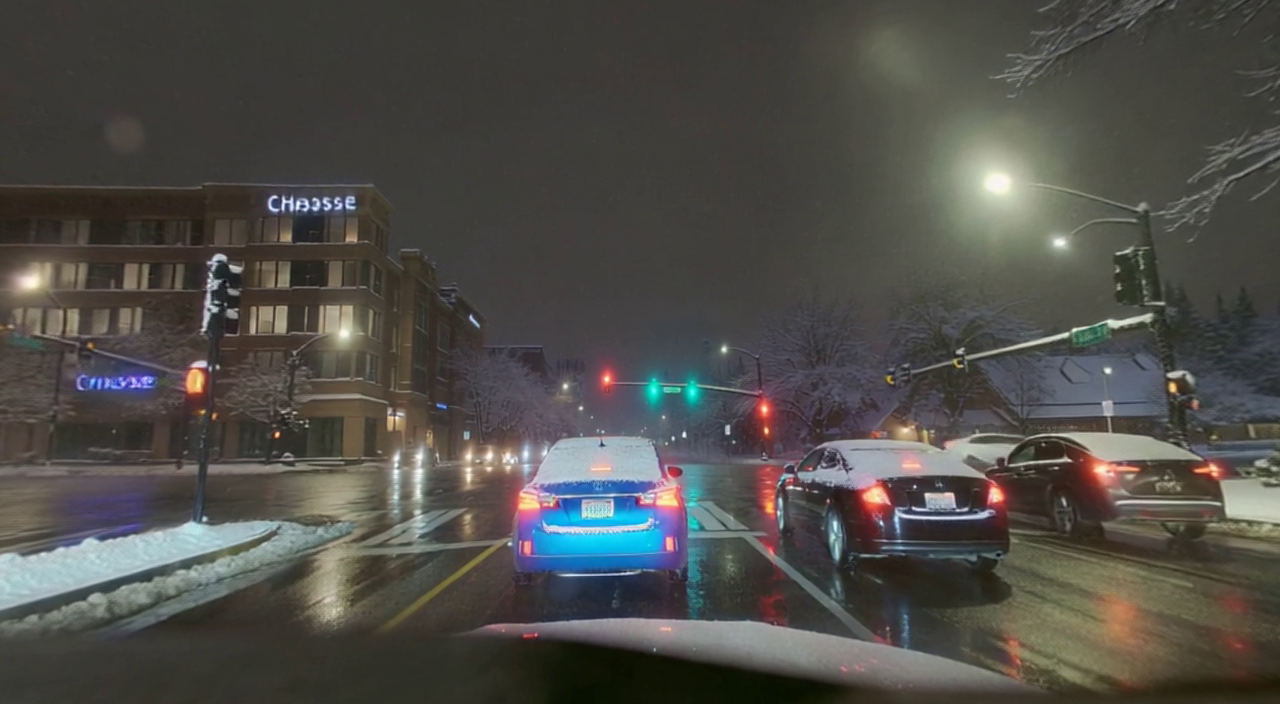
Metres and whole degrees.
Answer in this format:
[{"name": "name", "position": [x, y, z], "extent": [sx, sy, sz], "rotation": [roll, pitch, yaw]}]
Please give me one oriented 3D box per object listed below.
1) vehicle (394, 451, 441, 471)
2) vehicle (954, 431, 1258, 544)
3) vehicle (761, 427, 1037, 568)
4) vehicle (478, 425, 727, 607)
[{"name": "vehicle", "position": [-17.083, 8.389, 48.692], "extent": [2.048, 1.463, 4.530], "rotation": [0, -8, -1]}, {"name": "vehicle", "position": [7.458, 2.165, 10.785], "extent": [1.908, 1.517, 4.182], "rotation": [0, -8, -1]}, {"name": "vehicle", "position": [3.227, 1.889, 8.972], "extent": [2.042, 1.508, 4.109], "rotation": [0, -8, -2]}, {"name": "vehicle", "position": [-0.357, 1.655, 7.292], "extent": [2.059, 1.477, 3.988], "rotation": [0, -8, -1]}]
